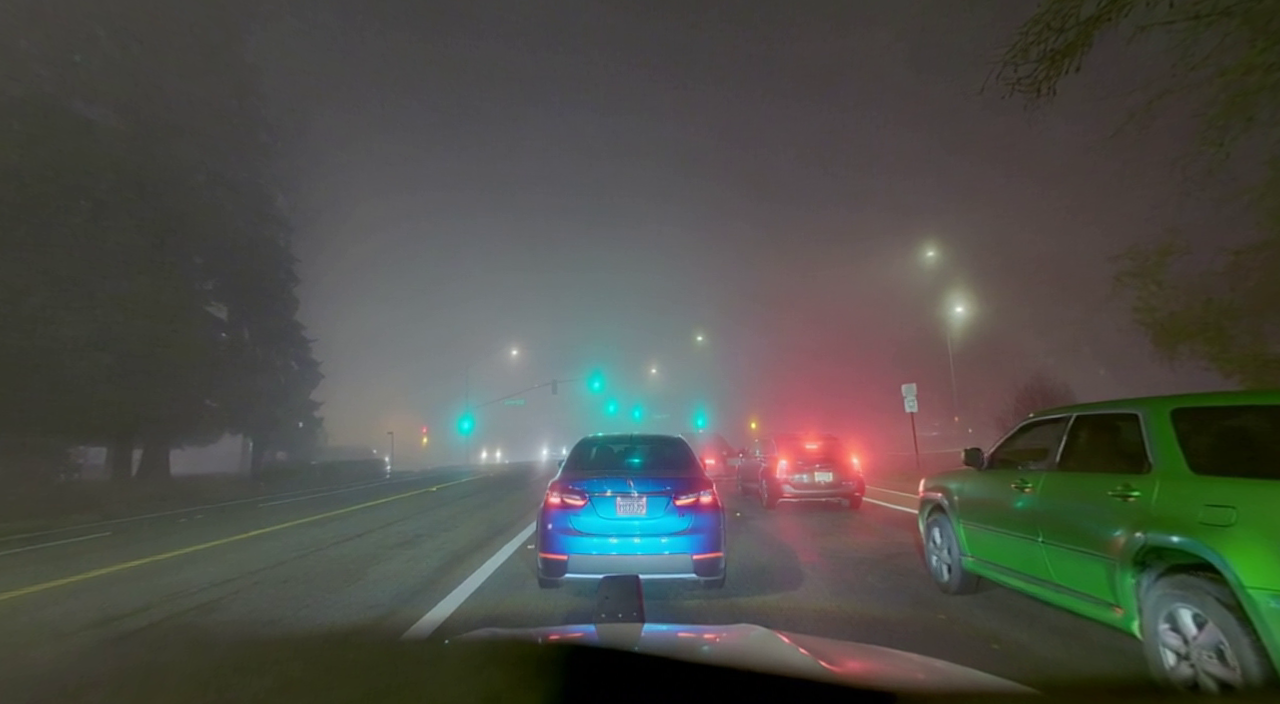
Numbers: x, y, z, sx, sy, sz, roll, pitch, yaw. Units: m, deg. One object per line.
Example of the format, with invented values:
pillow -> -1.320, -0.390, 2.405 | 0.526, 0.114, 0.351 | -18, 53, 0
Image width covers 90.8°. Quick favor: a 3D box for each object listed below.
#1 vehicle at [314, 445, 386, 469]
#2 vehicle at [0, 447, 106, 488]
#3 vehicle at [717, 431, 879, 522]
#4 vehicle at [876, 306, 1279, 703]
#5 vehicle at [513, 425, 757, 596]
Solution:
vehicle -> -19.893, 7.201, 43.431 | 3.957, 1.630, 1.881 | 0, -8, 0
vehicle -> -22.523, 4.235, 23.310 | 4.092, 1.438, 1.639 | -1, -8, 1
vehicle -> 2.958, 2.437, 13.003 | 1.971, 1.517, 4.521 | 0, -8, -3
vehicle -> 3.368, 0.966, 4.011 | 2.006, 1.766, 4.345 | 0, -8, -1
vehicle -> -0.085, 1.732, 7.810 | 2.186, 1.500, 4.141 | 0, -8, -1
